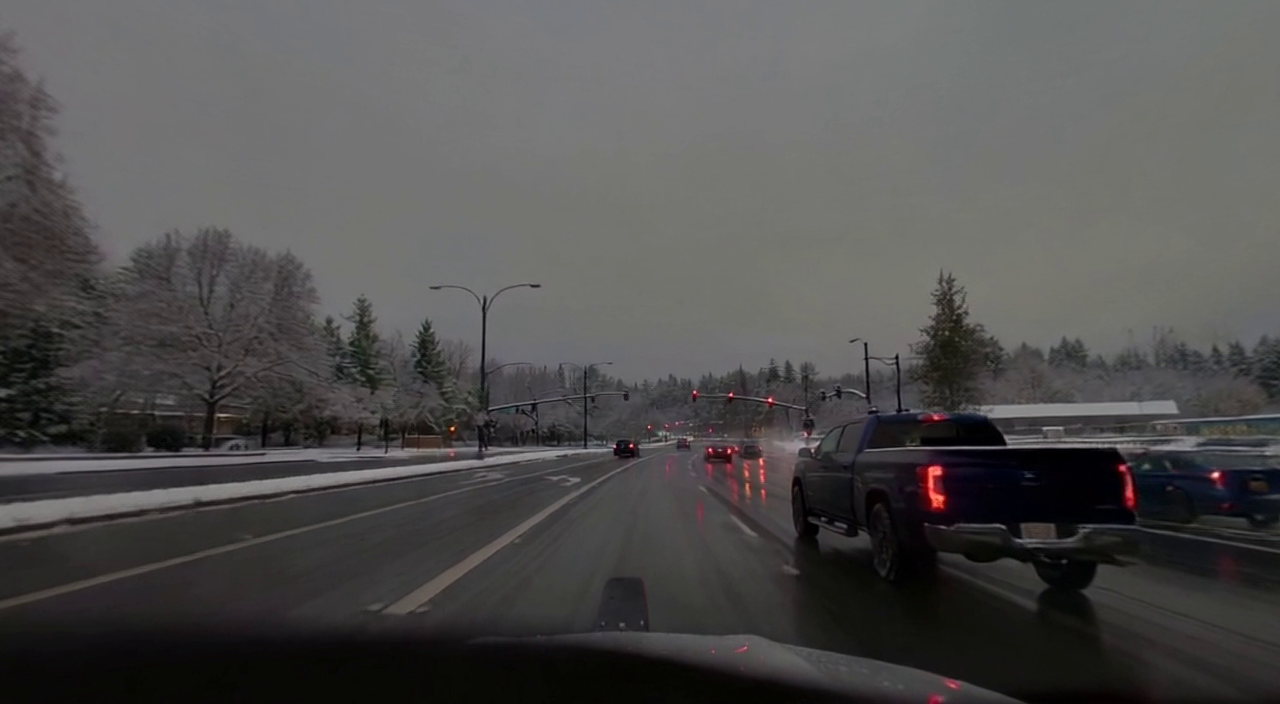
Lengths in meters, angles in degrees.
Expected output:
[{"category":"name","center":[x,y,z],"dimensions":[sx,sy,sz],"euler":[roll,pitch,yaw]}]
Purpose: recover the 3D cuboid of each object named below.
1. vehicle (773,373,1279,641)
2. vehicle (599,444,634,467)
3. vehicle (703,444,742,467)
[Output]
[{"category":"vehicle","center":[3.311,1.451,7.120],"dimensions":[2.333,1.777,5.713],"euler":[0,-9,0]},{"category":"vehicle","center":[-1.577,7.204,44.111],"dimensions":[1.958,1.542,4.175],"euler":[-1,-9,5]},{"category":"vehicle","center":[5.789,7.352,44.939],"dimensions":[2.292,1.563,4.734],"euler":[-1,-9,2]}]
